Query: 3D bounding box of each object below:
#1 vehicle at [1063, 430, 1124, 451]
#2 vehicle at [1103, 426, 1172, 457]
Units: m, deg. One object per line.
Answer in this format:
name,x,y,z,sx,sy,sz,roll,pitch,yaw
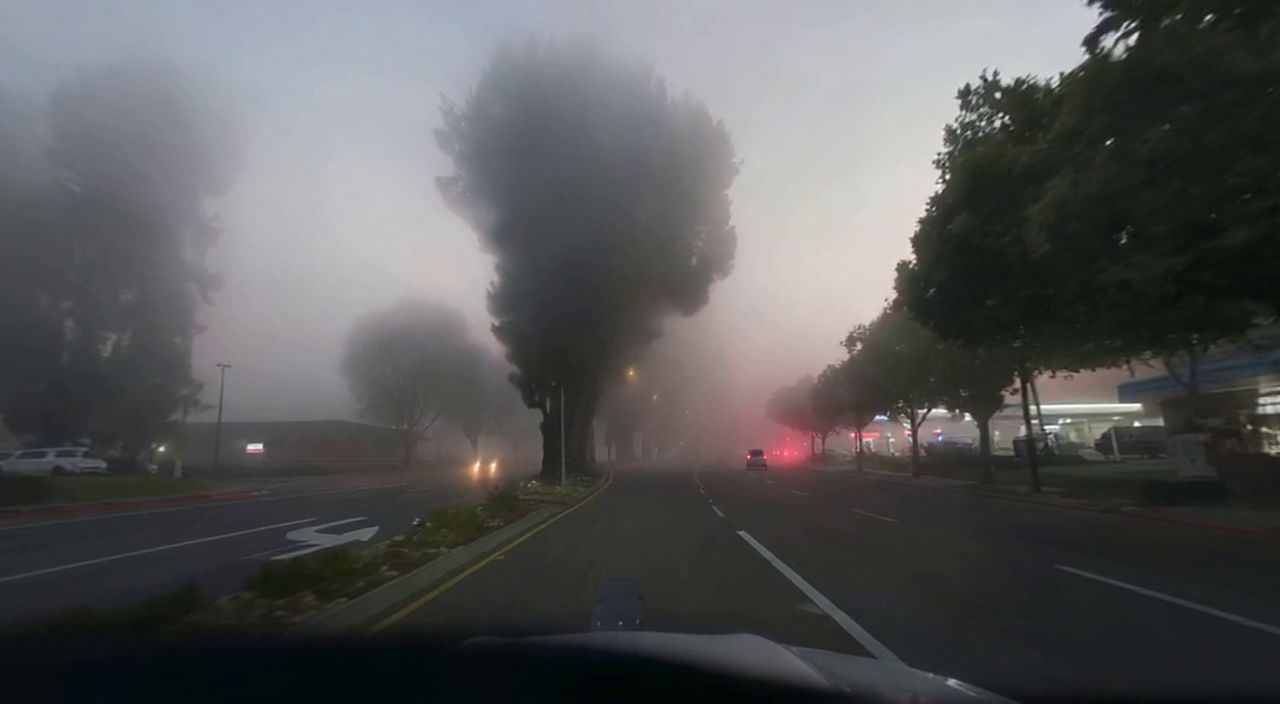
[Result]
vehicle,31.003,6.040,43.220,3.303,1.375,1.483,2,-5,-11
vehicle,31.505,5.665,40.008,3.449,1.428,1.548,-5,-10,-19
